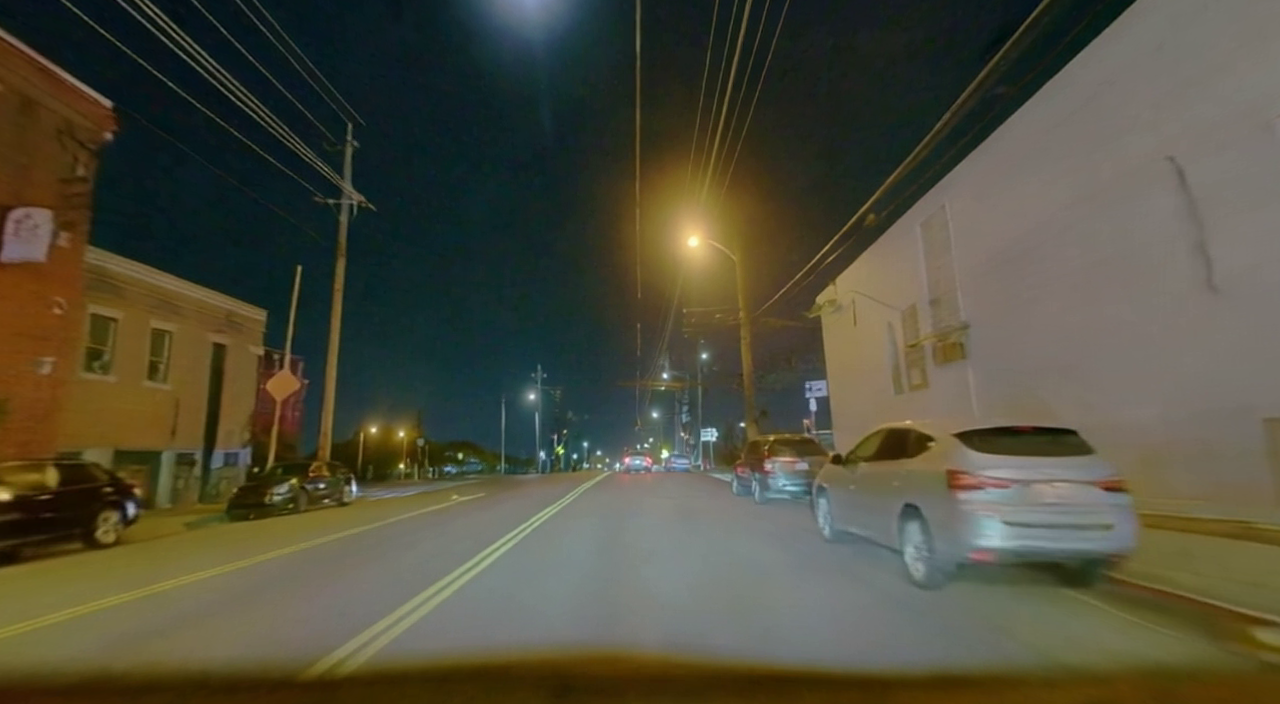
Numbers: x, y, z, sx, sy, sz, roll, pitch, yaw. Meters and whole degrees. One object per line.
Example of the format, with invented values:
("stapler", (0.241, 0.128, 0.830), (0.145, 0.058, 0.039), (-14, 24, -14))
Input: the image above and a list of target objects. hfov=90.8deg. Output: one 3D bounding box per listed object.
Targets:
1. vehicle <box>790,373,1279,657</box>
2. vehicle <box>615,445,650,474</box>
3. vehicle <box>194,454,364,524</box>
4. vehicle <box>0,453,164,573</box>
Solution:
("vehicle", (3.207, 1.361, 6.421), (2.102, 1.765, 4.674), (-1, -8, -1))
("vehicle", (-0.487, 7.064, 41.824), (2.190, 1.783, 4.048), (-1, -8, -1))
("vehicle", (-10.018, 3.862, 18.120), (2.079, 1.550, 4.865), (-4, -11, -1))
("vehicle", (-10.128, 2.477, 9.610), (1.980, 1.676, 4.884), (-5, -10, 0))
